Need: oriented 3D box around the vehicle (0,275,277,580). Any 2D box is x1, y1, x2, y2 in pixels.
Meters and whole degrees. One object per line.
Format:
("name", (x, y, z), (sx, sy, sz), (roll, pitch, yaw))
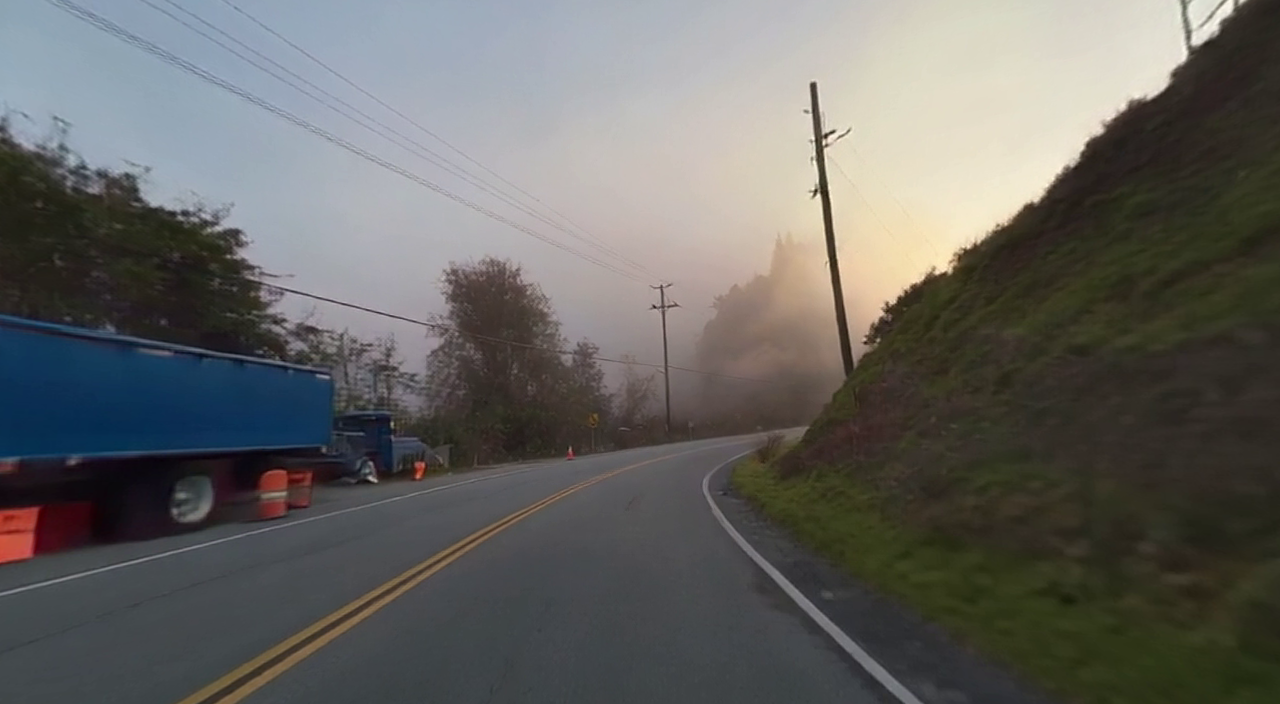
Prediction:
("vehicle", (-8.187, 1.048, 7.958), (3.031, 3.185, 7.053), (-4, -8, 1))
